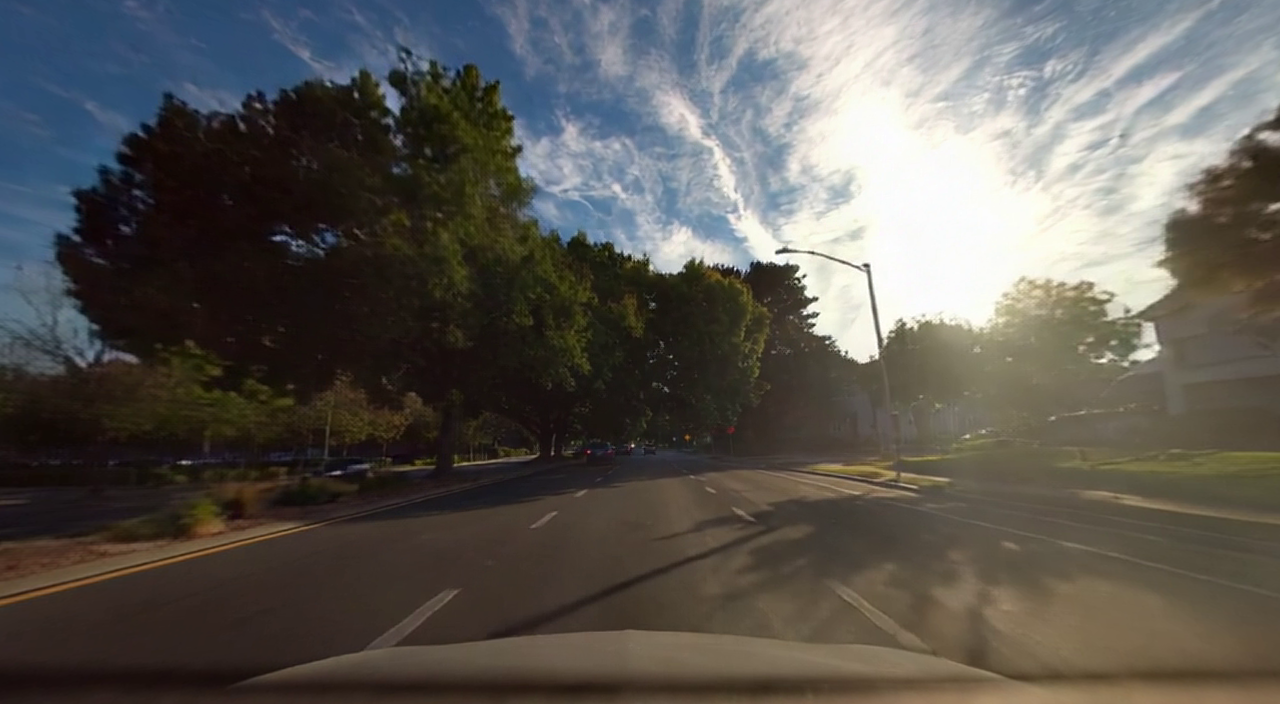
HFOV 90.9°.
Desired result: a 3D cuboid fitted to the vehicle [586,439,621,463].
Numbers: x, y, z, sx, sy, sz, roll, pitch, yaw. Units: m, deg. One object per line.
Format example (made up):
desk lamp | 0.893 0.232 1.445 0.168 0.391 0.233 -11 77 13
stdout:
vehicle | -2.720 7.519 47.990 2.283 1.716 4.395 0 -8 1
